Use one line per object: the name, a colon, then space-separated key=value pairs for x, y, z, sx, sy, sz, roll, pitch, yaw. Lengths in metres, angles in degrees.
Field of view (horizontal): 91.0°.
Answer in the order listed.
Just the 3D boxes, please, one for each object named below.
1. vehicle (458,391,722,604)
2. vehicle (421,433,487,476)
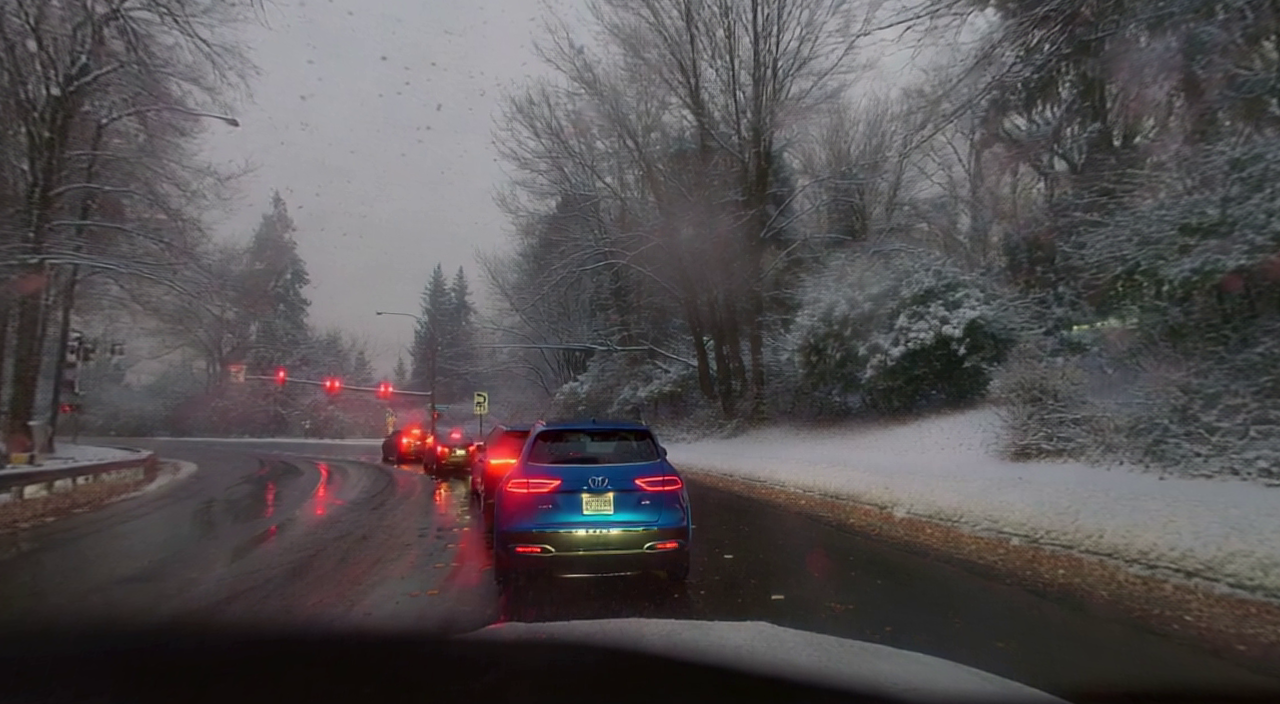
vehicle: x=-0.687 y=1.460 z=7.219 sx=2.134 sy=1.671 sz=4.147 roll=1 pitch=-8 yaw=-9
vehicle: x=-7.307 y=3.949 z=24.504 sx=1.902 sy=1.536 sz=3.662 roll=4 pitch=-9 yaw=-24
